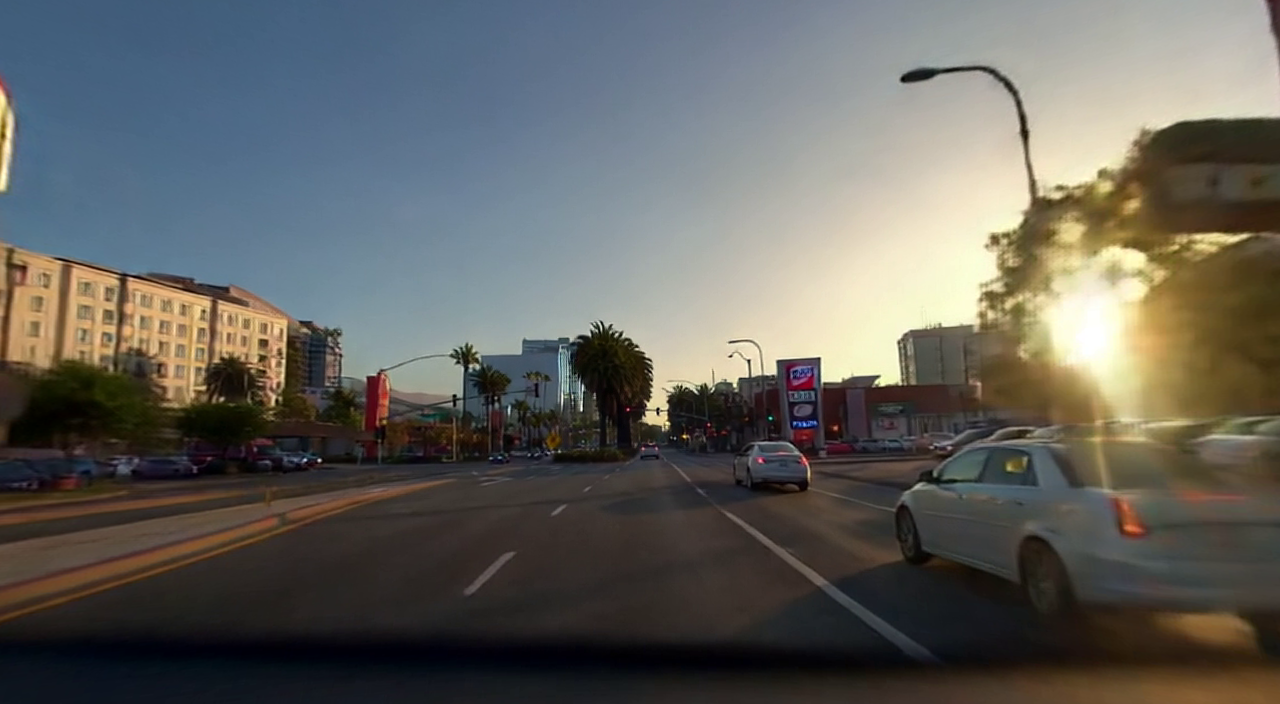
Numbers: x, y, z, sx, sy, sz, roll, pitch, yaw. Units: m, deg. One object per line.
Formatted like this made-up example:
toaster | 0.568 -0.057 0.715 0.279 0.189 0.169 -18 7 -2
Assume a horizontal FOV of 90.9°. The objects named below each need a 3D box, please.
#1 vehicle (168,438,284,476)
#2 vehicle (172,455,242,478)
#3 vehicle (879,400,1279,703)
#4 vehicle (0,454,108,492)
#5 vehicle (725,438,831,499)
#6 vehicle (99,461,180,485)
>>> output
vehicle | -30.758 7.785 46.989 7.019 2.687 2.419 -1 -8 4
vehicle | -29.465 7.790 43.062 1.966 1.430 4.309 0 -9 -4
vehicle | 3.677 1.294 5.023 1.931 1.534 4.126 0 -8 0
vehicle | -31.984 6.443 33.678 4.978 1.873 2.164 0 -8 -1
vehicle | 3.694 3.209 17.814 1.870 1.467 4.800 0 -8 0
vehicle | -31.382 7.562 39.642 1.703 1.328 4.065 0 -8 1
